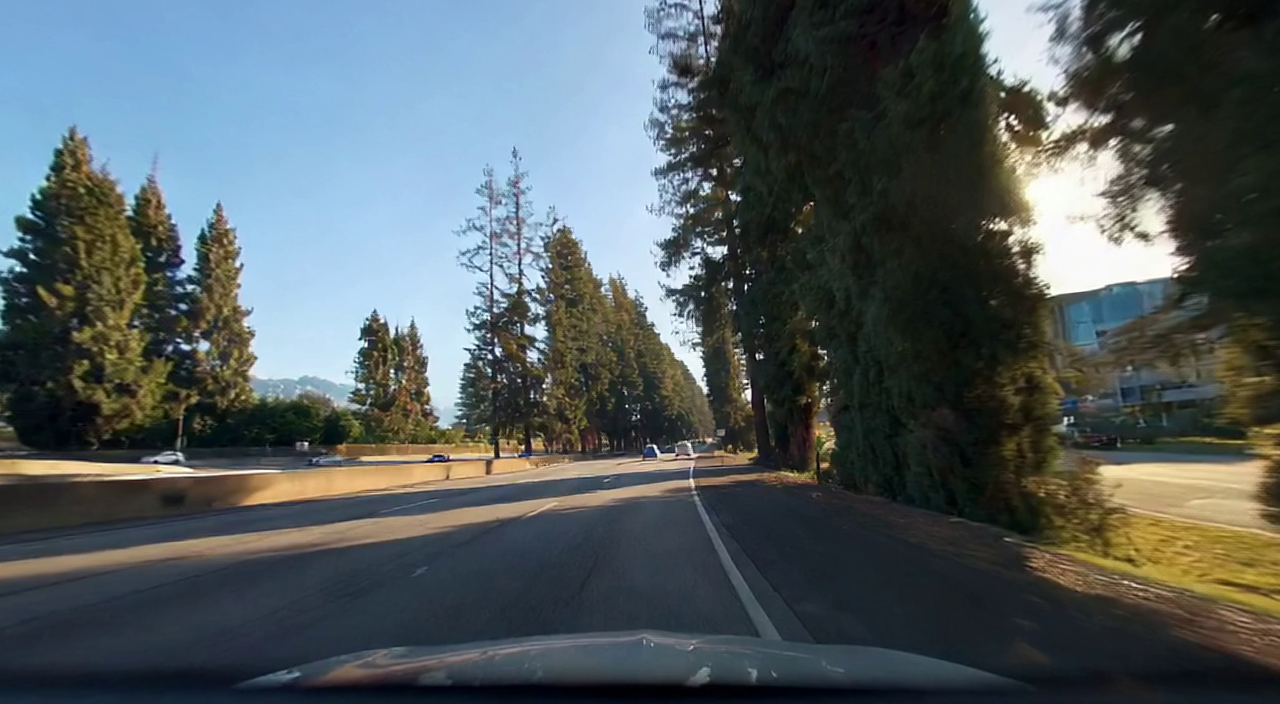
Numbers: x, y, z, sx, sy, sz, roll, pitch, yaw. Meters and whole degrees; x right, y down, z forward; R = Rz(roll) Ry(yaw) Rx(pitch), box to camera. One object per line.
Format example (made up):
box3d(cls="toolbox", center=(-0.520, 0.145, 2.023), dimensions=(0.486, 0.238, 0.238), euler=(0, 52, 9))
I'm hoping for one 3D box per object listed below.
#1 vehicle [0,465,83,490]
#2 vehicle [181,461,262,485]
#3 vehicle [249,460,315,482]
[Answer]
box3d(cls="vehicle", center=(-40.730, 8.481, 42.948), dimensions=(1.709, 1.468, 3.901), euler=(-2, -8, 10))
box3d(cls="vehicle", center=(-29.030, 8.364, 43.931), dimensions=(1.964, 1.444, 4.565), euler=(-2, -8, 11))
box3d(cls="vehicle", center=(-25.349, 8.425, 44.817), dimensions=(1.883, 1.426, 3.958), euler=(-2, -8, 11))
